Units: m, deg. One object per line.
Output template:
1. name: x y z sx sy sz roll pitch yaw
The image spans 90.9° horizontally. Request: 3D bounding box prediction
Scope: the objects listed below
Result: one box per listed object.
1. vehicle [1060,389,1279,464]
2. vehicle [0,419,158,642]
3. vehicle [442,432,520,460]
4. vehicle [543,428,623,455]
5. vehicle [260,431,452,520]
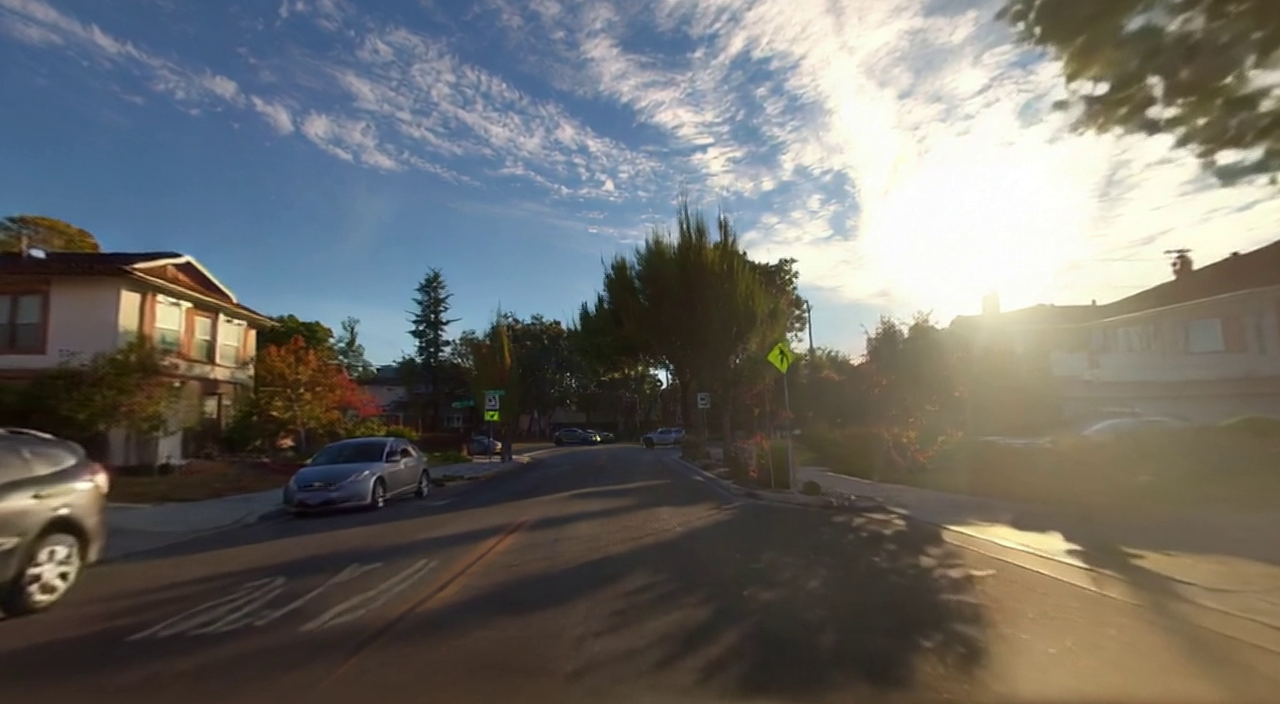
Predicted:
1. vehicle: 14.153 2.052 17.076 4.184 1.817 2.026 -4 -8 23
2. vehicle: -5.378 1.175 3.869 1.842 1.540 3.704 0 -8 0
3. vehicle: -10.159 5.976 40.228 4.639 1.700 2.002 2 -8 -18
4. vehicle: -3.982 6.297 44.437 5.181 1.768 2.139 3 -8 -25
5. vehicle: -5.423 2.382 12.747 1.919 1.464 4.155 0 -8 0
